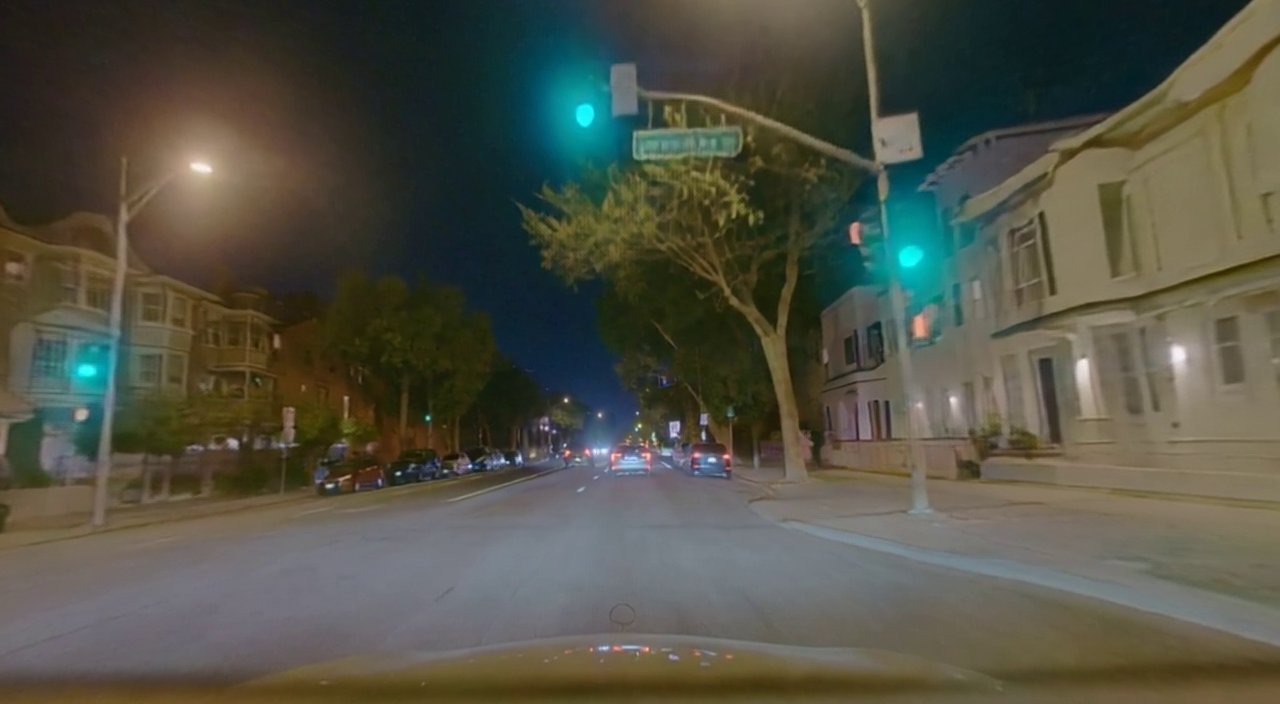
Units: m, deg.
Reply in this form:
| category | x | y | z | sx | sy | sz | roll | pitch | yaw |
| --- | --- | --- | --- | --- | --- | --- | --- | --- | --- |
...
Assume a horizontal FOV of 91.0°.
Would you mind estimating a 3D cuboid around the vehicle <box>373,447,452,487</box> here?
| category | x | y | z | sx | sy | sz | roll | pitch | yaw |
| --- | --- | --- | --- | --- | --- | --- | --- | --- | --- |
| vehicle | -12.233 | 6.181 | 34.332 | 2.109 | 1.941 | 6.025 | 0 | -8 | -1 |

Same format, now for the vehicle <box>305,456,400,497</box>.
| category | x | y | z | sx | sy | sz | roll | pitch | yaw |
| --- | --- | --- | --- | --- | --- | --- | --- | --- | --- |
| vehicle | -12.092 | 5.254 | 26.831 | 1.913 | 1.475 | 4.372 | 0 | -8 | 1 |

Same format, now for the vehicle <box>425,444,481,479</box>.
| category | x | y | z | sx | sy | sz | roll | pitch | yaw |
| --- | --- | --- | --- | --- | --- | --- | --- | --- | --- |
| vehicle | -12.370 | 7.259 | 42.025 | 2.210 | 2.148 | 4.849 | 0 | -8 | 0 |

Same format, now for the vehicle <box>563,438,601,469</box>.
| category | x | y | z | sx | sy | sz | roll | pitch | yaw |
| --- | --- | --- | --- | --- | --- | --- | --- | --- | --- |
| vehicle | -3.631 | 6.366 | 39.814 | 1.983 | 1.841 | 4.013 | 0 | -8 | 0 |

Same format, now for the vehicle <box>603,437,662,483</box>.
| category | x | y | z | sx | sy | sz | roll | pitch | yaw |
| --- | --- | --- | --- | --- | --- | --- | --- | --- | --- |
| vehicle | -0.264 | 3.939 | 23.303 | 1.998 | 1.518 | 4.015 | 0 | -8 | -1 |

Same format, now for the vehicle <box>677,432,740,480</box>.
| category | x | y | z | sx | sy | sz | roll | pitch | yaw |
| --- | --- | --- | --- | --- | --- | --- | --- | --- | --- |
| vehicle | 2.627 | 4.130 | 25.199 | 1.969 | 1.725 | 4.387 | 0 | -8 | -1 |
